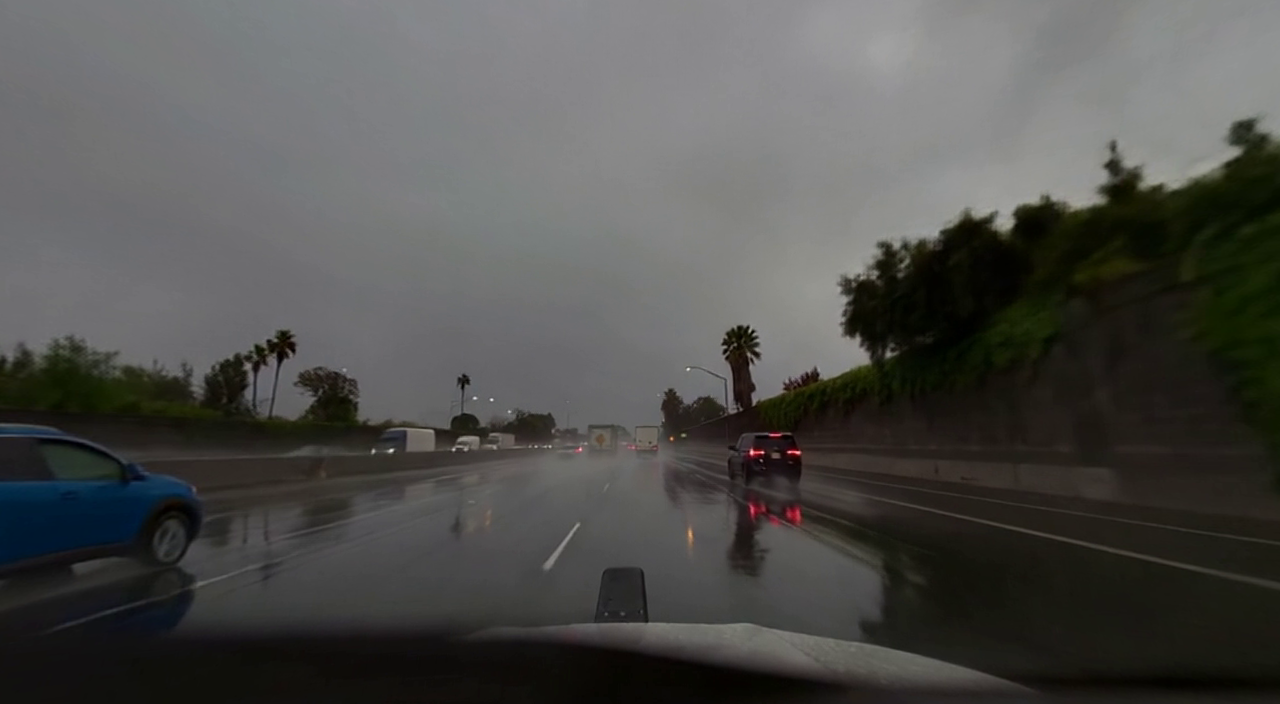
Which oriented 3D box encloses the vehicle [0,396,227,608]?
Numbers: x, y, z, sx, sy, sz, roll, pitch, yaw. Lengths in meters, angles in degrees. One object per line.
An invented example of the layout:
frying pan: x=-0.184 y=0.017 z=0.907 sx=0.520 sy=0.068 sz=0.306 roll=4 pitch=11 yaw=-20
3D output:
vehicle: x=-6.557 y=1.334 z=5.740 sx=2.289 sy=1.774 sz=4.871 roll=0 pitch=-8 yaw=0

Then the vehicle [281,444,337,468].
vehicle: x=-20.824 y=6.565 z=39.848 sx=1.610 sy=1.420 sz=3.474 roll=0 pitch=-8 yaw=1

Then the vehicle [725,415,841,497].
vehicle: x=4.266 y=3.219 z=19.895 sx=2.408 sy=2.210 sz=4.999 roll=0 pitch=-8 yaw=-1
